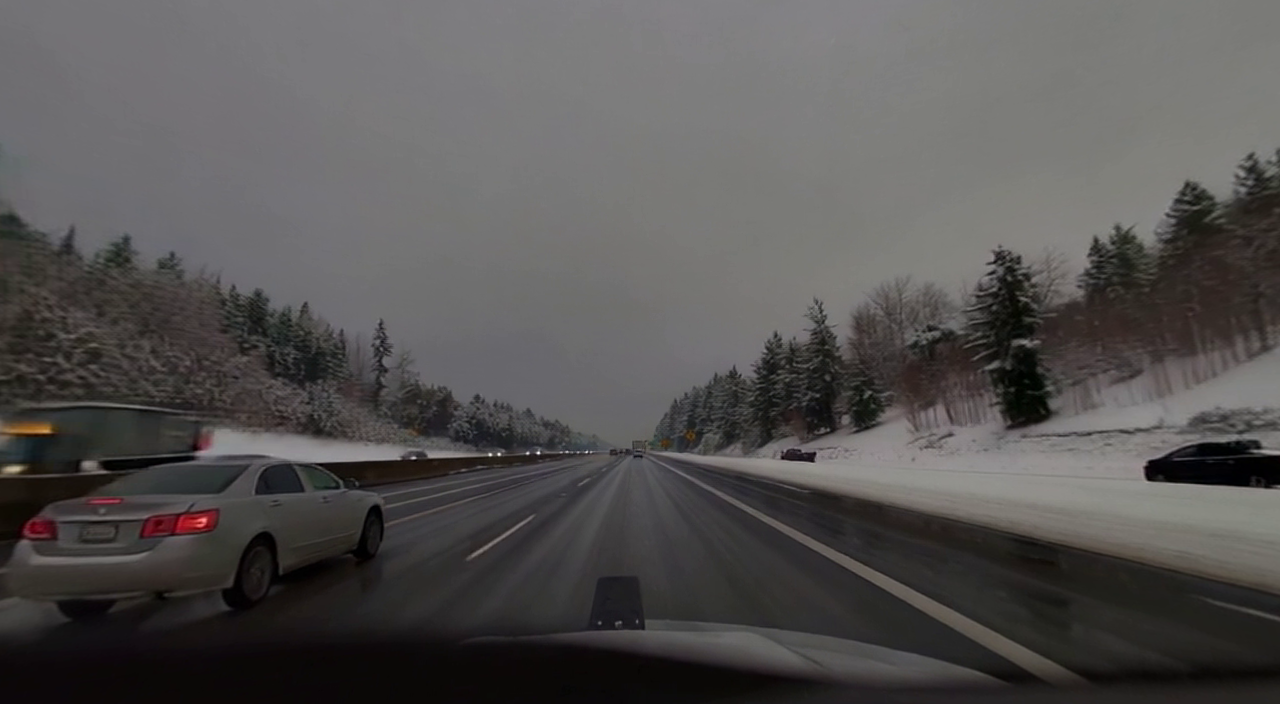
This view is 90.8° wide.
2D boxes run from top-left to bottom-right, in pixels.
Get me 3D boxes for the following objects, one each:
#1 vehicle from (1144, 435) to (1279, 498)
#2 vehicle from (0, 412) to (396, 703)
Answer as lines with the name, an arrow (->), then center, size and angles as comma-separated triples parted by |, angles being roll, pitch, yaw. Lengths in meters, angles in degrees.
vehicle -> 18.678, 3.444, 19.173 | 1.973, 1.766, 4.726 | 3, -10, -21
vehicle -> -3.986, 1.456, 5.550 | 1.988, 1.585, 4.215 | 0, -9, 0
